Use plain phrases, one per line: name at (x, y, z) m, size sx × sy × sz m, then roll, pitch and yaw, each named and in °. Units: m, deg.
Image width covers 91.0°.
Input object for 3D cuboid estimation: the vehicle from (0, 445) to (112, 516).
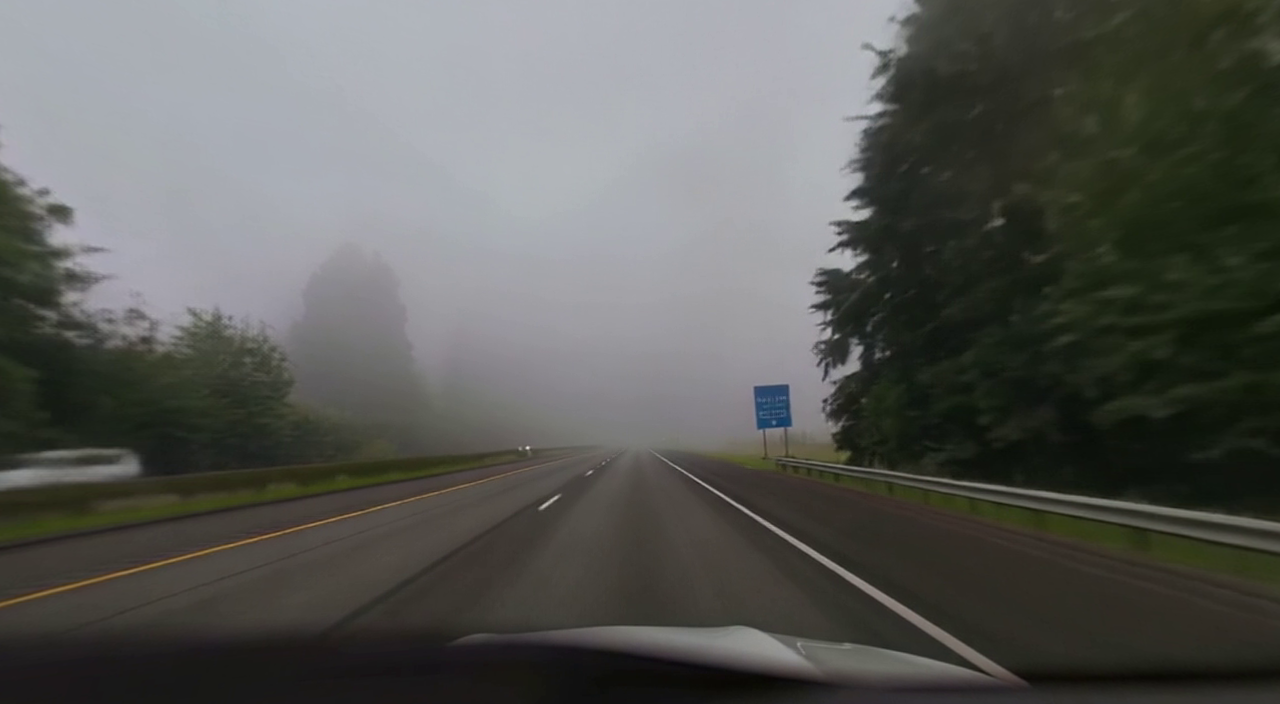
vehicle at (-16.304, 3.247, 16.167) m, size 1.892 × 1.661 × 4.143 m, roll 0°, pitch -8°, yaw -1°
